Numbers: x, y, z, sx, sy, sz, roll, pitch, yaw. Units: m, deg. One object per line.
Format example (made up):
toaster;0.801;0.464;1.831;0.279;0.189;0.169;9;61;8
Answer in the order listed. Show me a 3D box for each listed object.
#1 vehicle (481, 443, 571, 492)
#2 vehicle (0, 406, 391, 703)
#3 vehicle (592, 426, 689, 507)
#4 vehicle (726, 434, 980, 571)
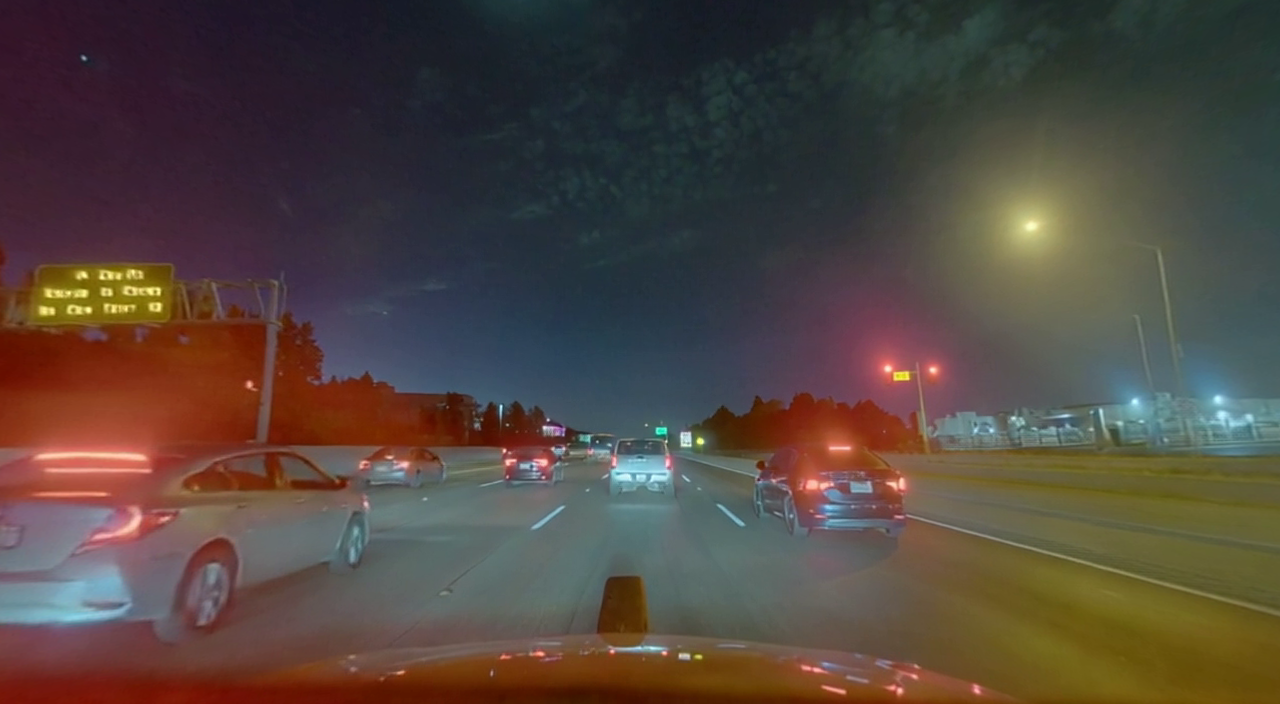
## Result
vehicle;-3.670;3.807;21.182;2.132;1.464;4.481;0;-9;1
vehicle;-3.769;1.316;4.970;1.883;1.500;4.161;0;-9;0
vehicle;0.028;2.828;15.968;2.152;1.779;3.924;0;-9;1
vehicle;2.661;1.996;9.234;2.018;1.470;4.491;0;-9;-2
